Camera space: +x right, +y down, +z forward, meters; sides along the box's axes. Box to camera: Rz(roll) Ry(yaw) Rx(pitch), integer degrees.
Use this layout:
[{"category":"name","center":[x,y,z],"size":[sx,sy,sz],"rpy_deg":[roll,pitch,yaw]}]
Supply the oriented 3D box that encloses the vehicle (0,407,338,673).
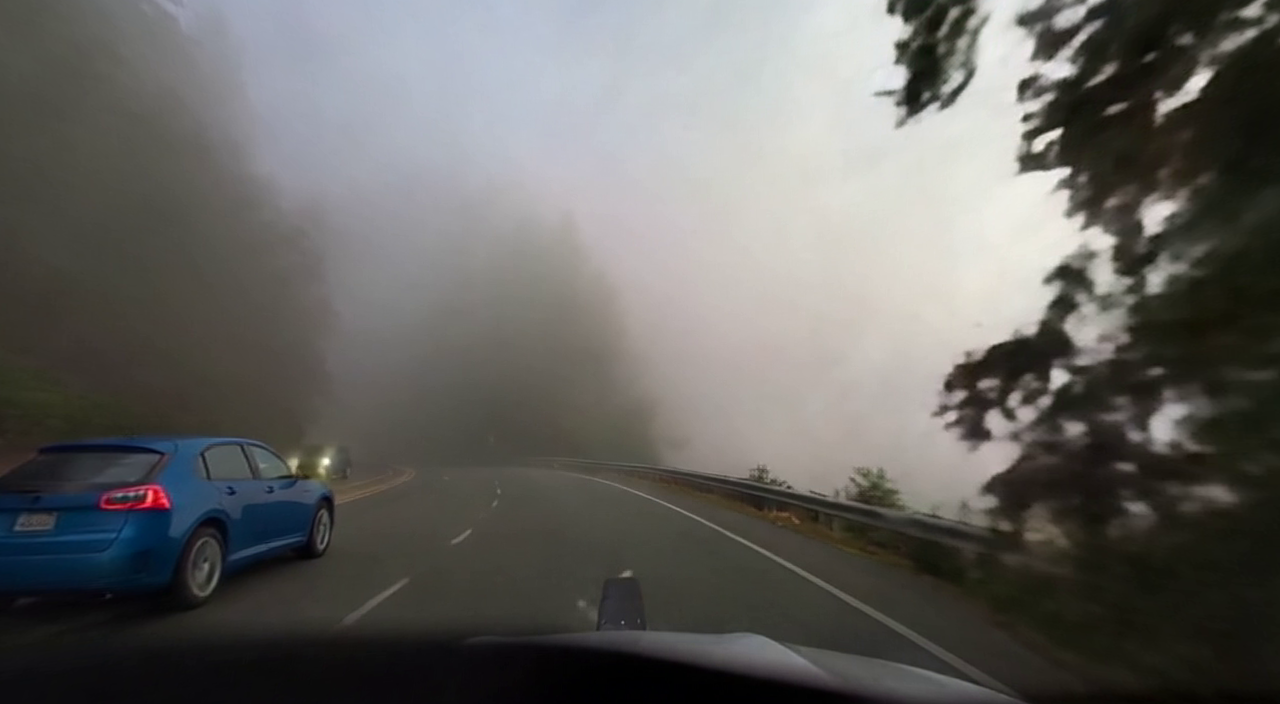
[{"category":"vehicle","center":[-4.731,1.461,5.839],"size":[2.078,1.607,3.959],"rpy_deg":[0,-9,-4]}]
